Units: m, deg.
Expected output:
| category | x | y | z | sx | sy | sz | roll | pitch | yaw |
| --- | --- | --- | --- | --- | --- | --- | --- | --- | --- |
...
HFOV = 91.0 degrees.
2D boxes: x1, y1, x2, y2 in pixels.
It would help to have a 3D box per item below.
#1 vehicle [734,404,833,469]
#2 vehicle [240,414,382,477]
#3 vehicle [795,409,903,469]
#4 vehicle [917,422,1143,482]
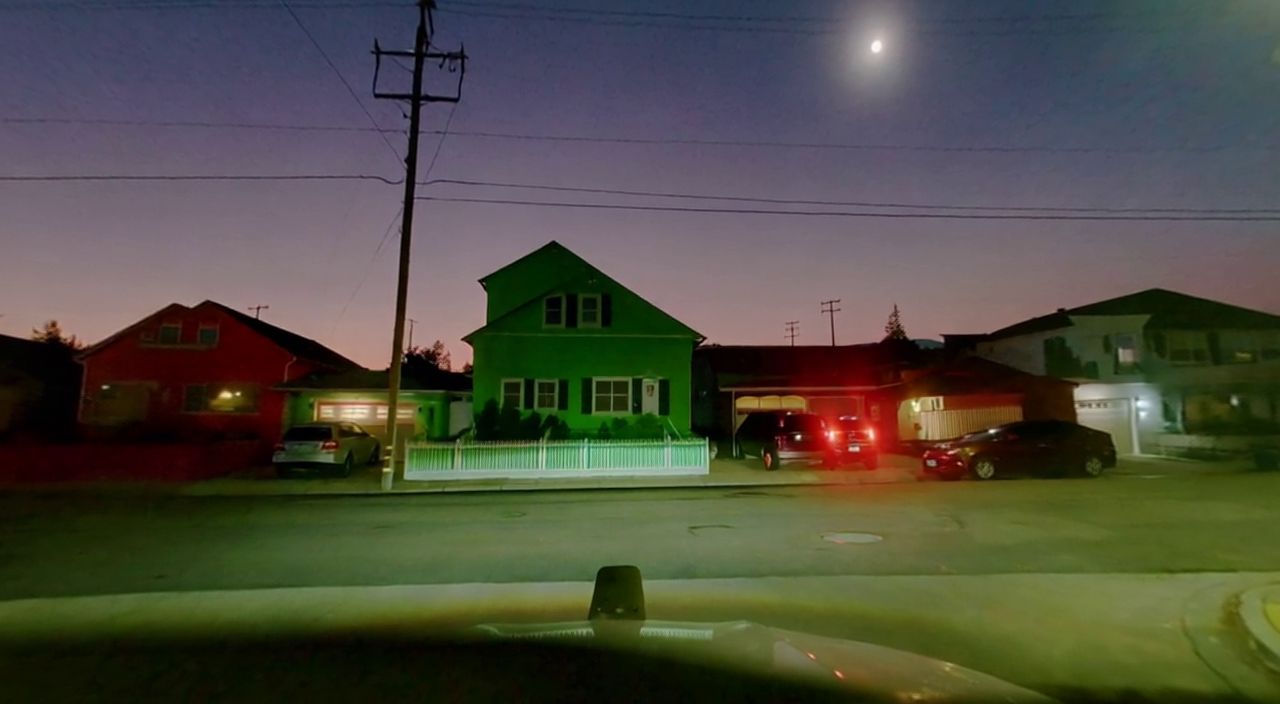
| category | x | y | z | sx | sy | sz | roll | pitch | yaw |
| --- | --- | --- | --- | --- | --- | --- | --- | --- | --- |
| vehicle | 4.536 | 2.711 | 20.648 | 2.081 | 1.891 | 4.367 | 0 | -6 | -2 |
| vehicle | -10.262 | 3.005 | 20.174 | 2.091 | 1.760 | 4.760 | 0 | -8 | -2 |
| vehicle | 6.719 | 2.859 | 20.789 | 2.053 | 1.756 | 4.034 | 0 | -8 | -2 |
| vehicle | 10.191 | 2.655 | 16.753 | 4.644 | 1.482 | 1.997 | 0 | -9 | 0 |
